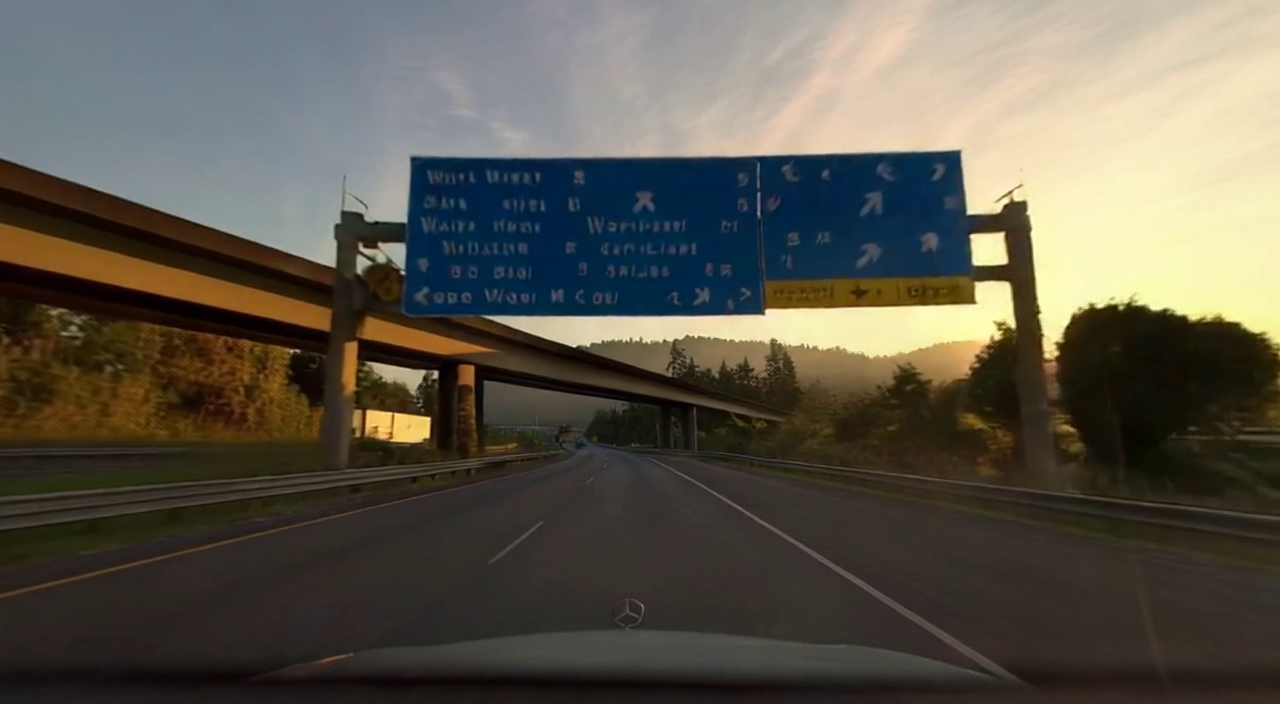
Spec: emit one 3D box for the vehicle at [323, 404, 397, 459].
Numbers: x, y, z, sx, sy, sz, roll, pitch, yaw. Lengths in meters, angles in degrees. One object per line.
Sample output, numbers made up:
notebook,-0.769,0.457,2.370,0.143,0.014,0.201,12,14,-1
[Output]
vehicle,-21.342,6.181,48.388,3.017,3.927,5.948,1,-9,-3
